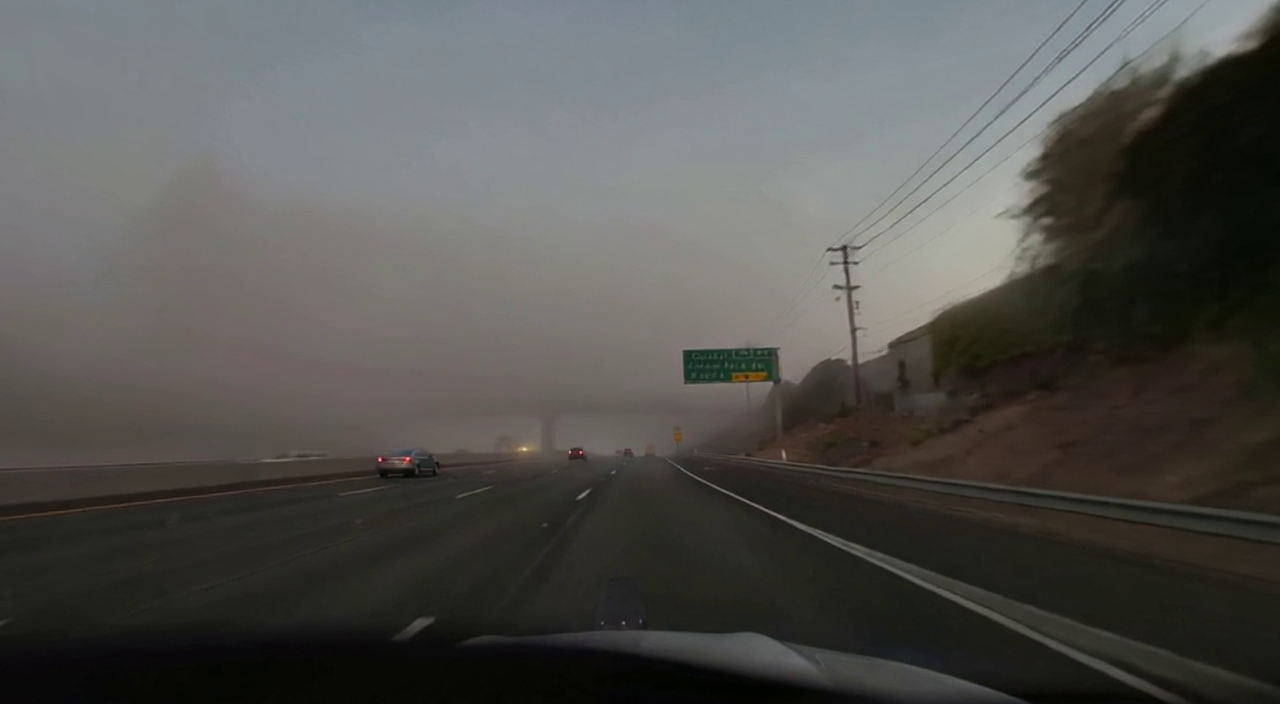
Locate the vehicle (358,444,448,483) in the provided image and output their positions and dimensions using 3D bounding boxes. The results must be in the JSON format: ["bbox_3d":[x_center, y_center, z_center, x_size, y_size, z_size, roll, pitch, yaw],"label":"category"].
[{"bbox_3d":[-10.024,4.724,27.110,2.056,1.476,4.562,-1,-8,1],"label":"vehicle"}]

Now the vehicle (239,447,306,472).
[{"bbox_3d":[-23.312,6.822,40.195,1.839,1.504,3.977,-1,-8,1],"label":"vehicle"}]
